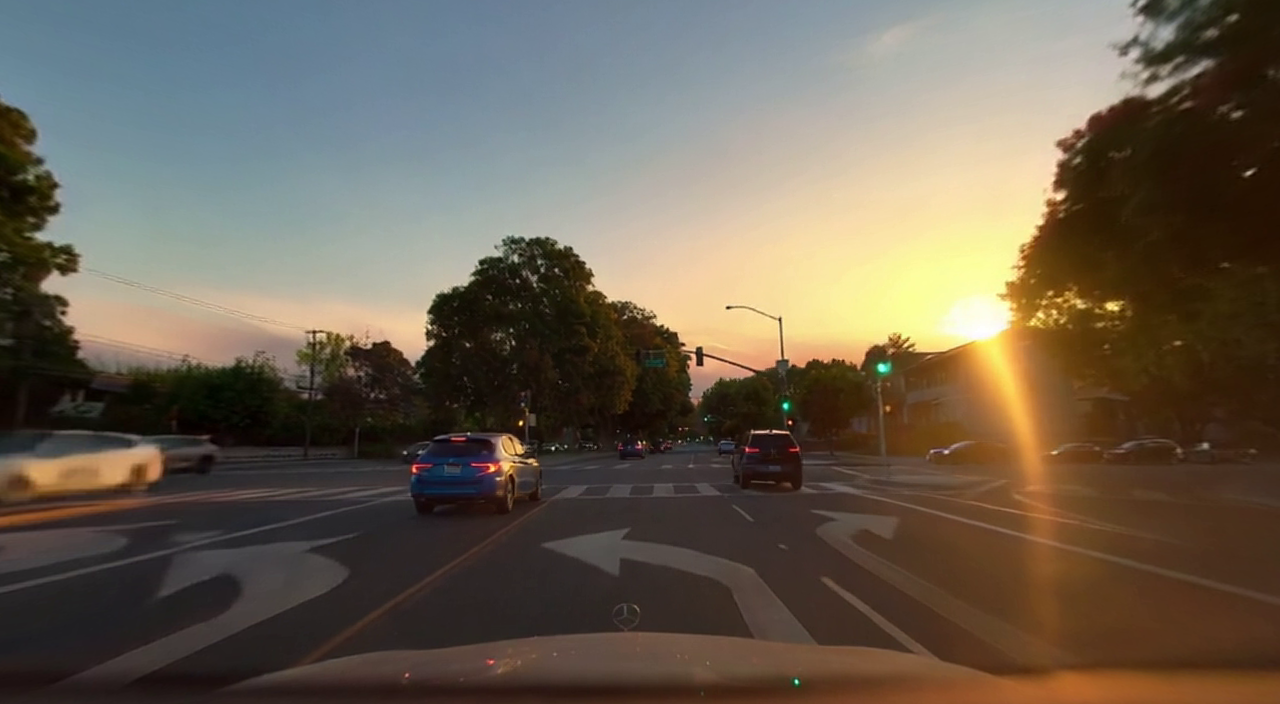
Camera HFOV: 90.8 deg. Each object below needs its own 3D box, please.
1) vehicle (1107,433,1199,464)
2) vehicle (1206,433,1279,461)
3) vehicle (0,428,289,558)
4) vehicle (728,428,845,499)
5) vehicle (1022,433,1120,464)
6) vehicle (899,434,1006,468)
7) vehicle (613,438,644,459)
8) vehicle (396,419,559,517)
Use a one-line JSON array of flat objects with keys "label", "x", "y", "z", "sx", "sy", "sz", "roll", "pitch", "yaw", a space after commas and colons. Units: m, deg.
[{"label": "vehicle", "x": 31.208, "y": 5.863, "z": 38.477, "sx": 4.524, "sy": 1.765, "sz": 2.086, "roll": 2, "pitch": -9, "yaw": -18}, {"label": "vehicle", "x": 39.576, "y": 6.168, "z": 40.989, "sx": 4.662, "sy": 1.700, "sz": 1.985, "roll": 2, "pitch": -9, "yaw": -18}, {"label": "vehicle", "x": -7.517, "y": 1.942, "z": 9.567, "sx": 1.999, "sy": 1.465, "sz": 4.640, "roll": 0, "pitch": -8, "yaw": -4}, {"label": "vehicle", "x": 3.788, "y": 2.958, "z": 17.230, "sx": 2.132, "sy": 1.659, "sz": 4.387, "roll": 0, "pitch": -8, "yaw": 0}, {"label": "vehicle", "x": 24.696, "y": 5.515, "z": 36.239, "sx": 4.479, "sy": 1.652, "sz": 2.174, "roll": 2, "pitch": -8, "yaw": -17}, {"label": "vehicle", "x": 16.854, "y": 5.323, "z": 34.091, "sx": 4.922, "sy": 1.630, "sz": 2.094, "roll": 1, "pitch": -8, "yaw": -16}, {"label": "vehicle", "x": -0.863, "y": 7.576, "z": 49.695, "sx": 1.988, "sy": 1.569, "sz": 4.202, "roll": -1, "pitch": -8, "yaw": 4}, {"label": "vehicle", "x": -3.124, "y": 2.343, "z": 13.334, "sx": 2.045, "sy": 1.688, "sz": 4.632, "roll": -1, "pitch": -8, "yaw": 2}]
